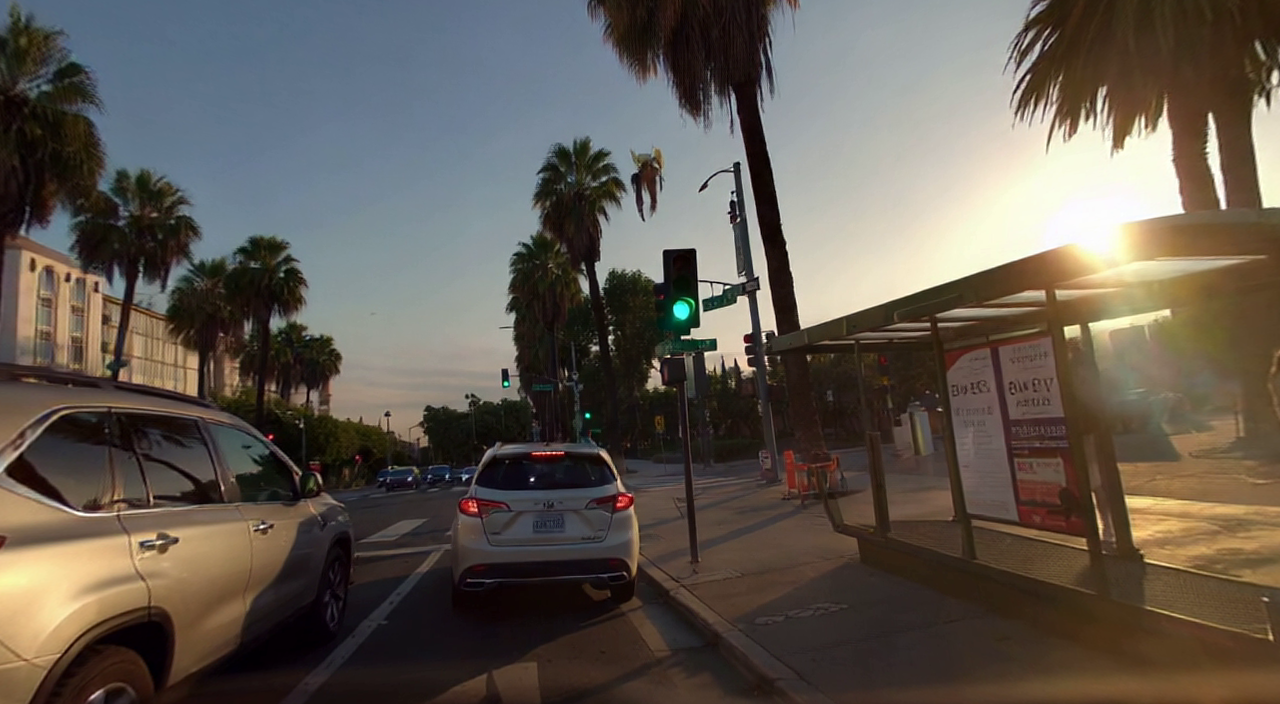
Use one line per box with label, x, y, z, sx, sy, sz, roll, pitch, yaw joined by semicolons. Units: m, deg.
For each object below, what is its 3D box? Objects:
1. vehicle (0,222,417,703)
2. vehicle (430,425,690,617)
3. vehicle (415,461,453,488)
vehicle;-2.767;0.910;3.214;2.098;1.851;4.571;1;-9;-7
vehicle;-1.017;1.650;7.231;2.065;1.467;4.289;2;-9;-11
vehicle;-14.616;8.677;44.975;1.964;1.642;4.085;1;-9;-9
